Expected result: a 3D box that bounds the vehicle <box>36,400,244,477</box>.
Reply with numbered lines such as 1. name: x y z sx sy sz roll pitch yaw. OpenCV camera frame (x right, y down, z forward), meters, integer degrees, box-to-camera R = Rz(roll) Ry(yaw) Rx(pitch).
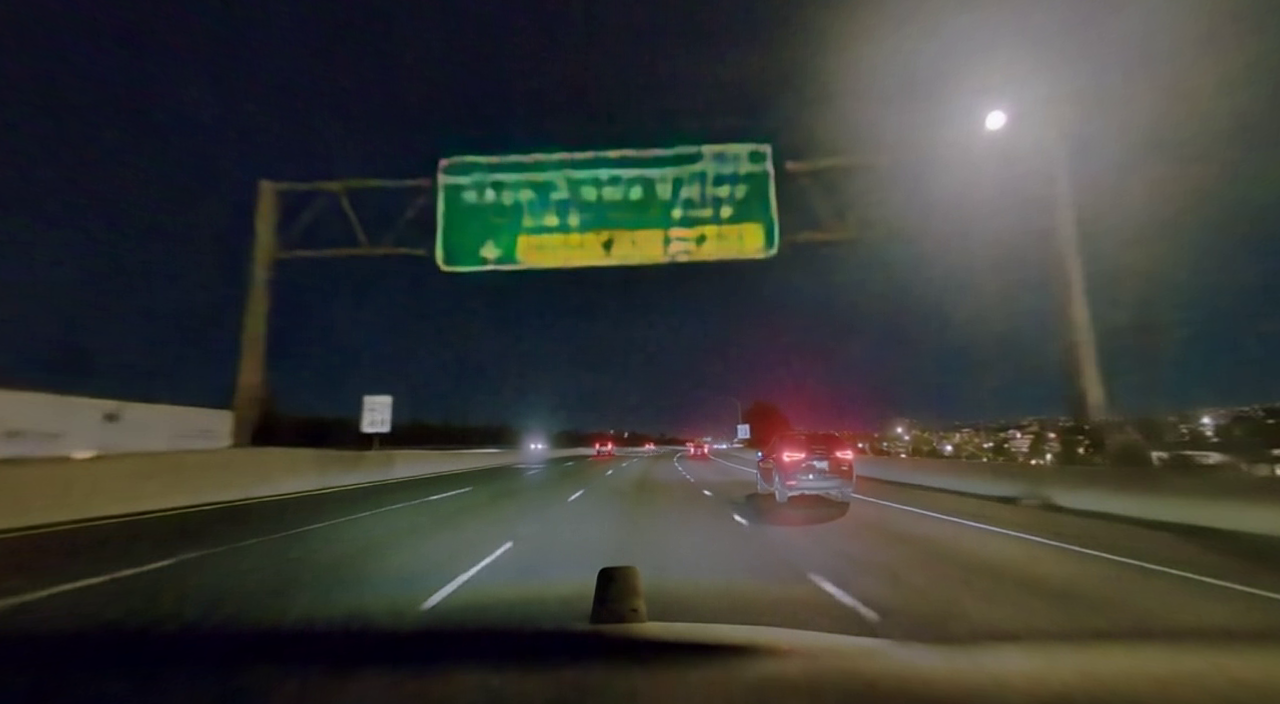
1. vehicle: -23.341 4.211 30.317 2.785 3.174 8.521 -1 -9 2
